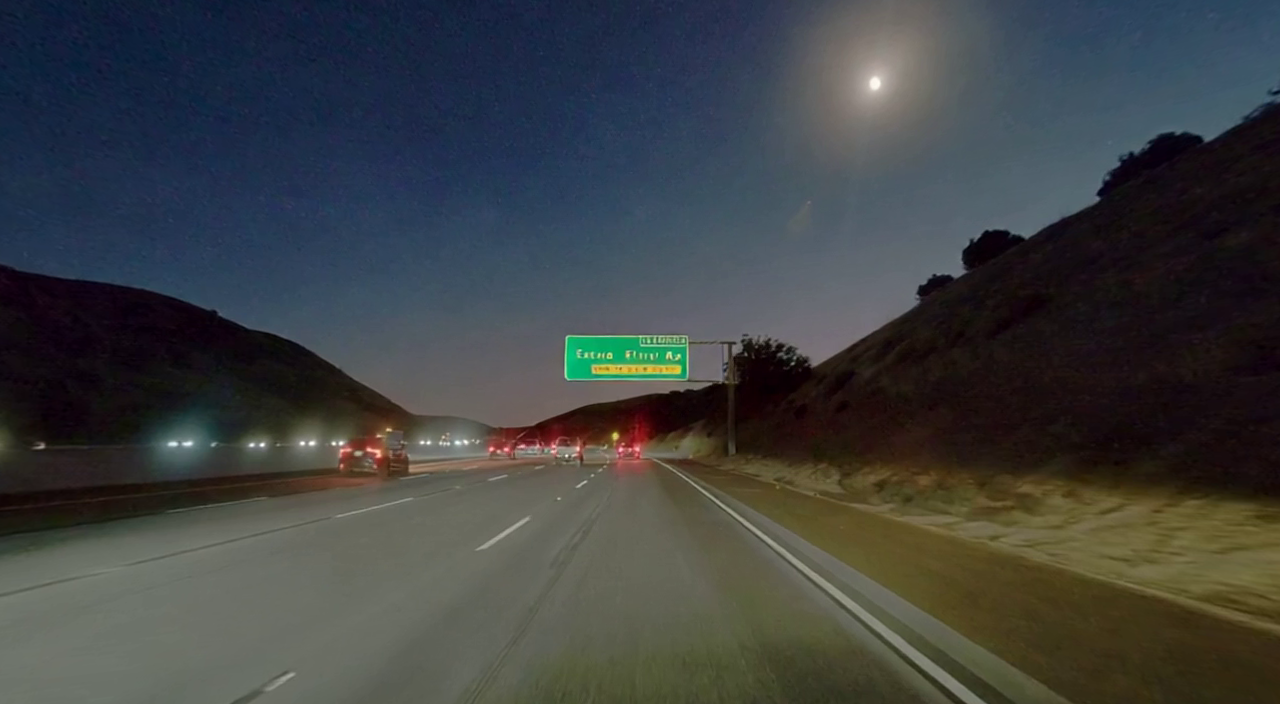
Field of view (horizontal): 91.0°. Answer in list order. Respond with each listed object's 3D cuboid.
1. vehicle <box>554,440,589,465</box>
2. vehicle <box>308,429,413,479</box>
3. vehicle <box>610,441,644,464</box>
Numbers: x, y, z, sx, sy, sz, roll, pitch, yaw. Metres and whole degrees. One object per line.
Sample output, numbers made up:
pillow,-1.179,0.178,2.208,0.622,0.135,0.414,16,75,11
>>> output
vehicle,-4.790,7.117,44.660,2.060,1.631,4.214,0,-8,-1
vehicle,-11.868,4.377,27.228,2.219,1.923,4.985,0,-8,0
vehicle,-0.976,7.387,46.501,2.421,1.594,4.248,0,-9,-2
